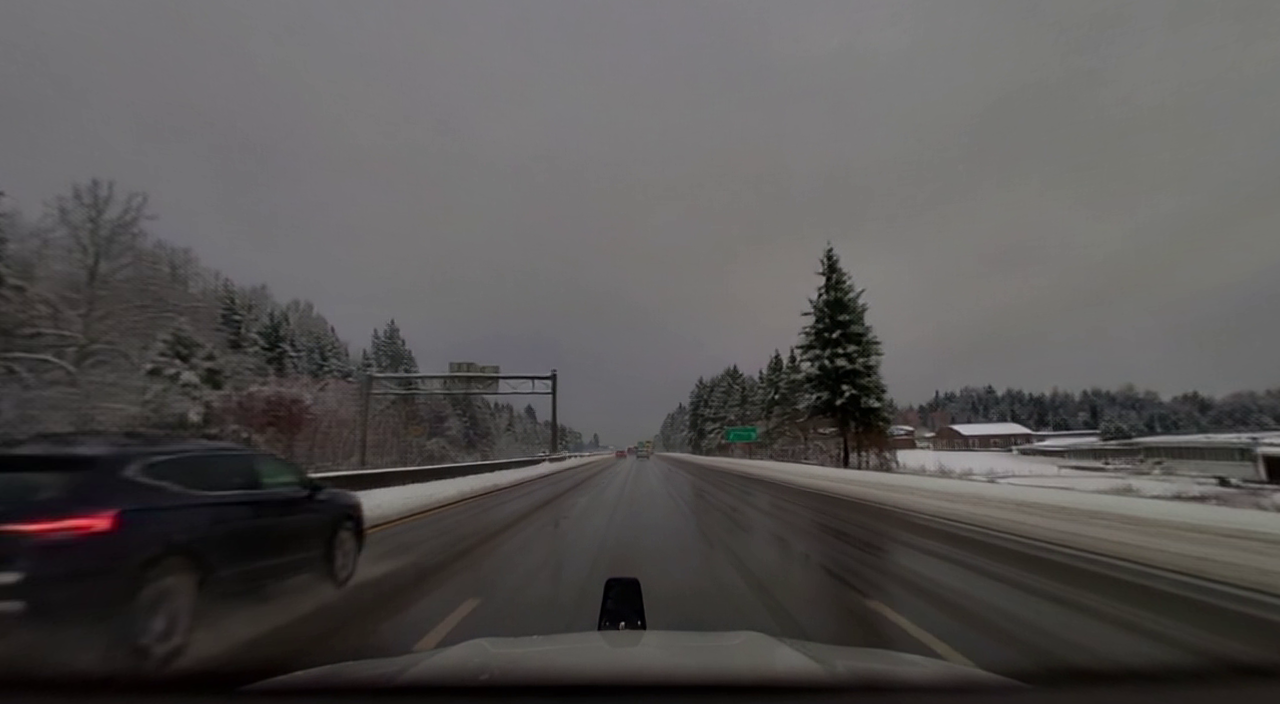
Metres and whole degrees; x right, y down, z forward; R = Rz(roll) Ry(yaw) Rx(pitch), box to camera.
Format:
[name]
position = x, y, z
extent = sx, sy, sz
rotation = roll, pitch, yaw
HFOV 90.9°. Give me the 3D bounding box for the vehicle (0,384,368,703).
[vehicle]
position = -3.903, 1.216, 4.644
extent = 1.965, 1.556, 3.971
rotation = 0, -9, 1
